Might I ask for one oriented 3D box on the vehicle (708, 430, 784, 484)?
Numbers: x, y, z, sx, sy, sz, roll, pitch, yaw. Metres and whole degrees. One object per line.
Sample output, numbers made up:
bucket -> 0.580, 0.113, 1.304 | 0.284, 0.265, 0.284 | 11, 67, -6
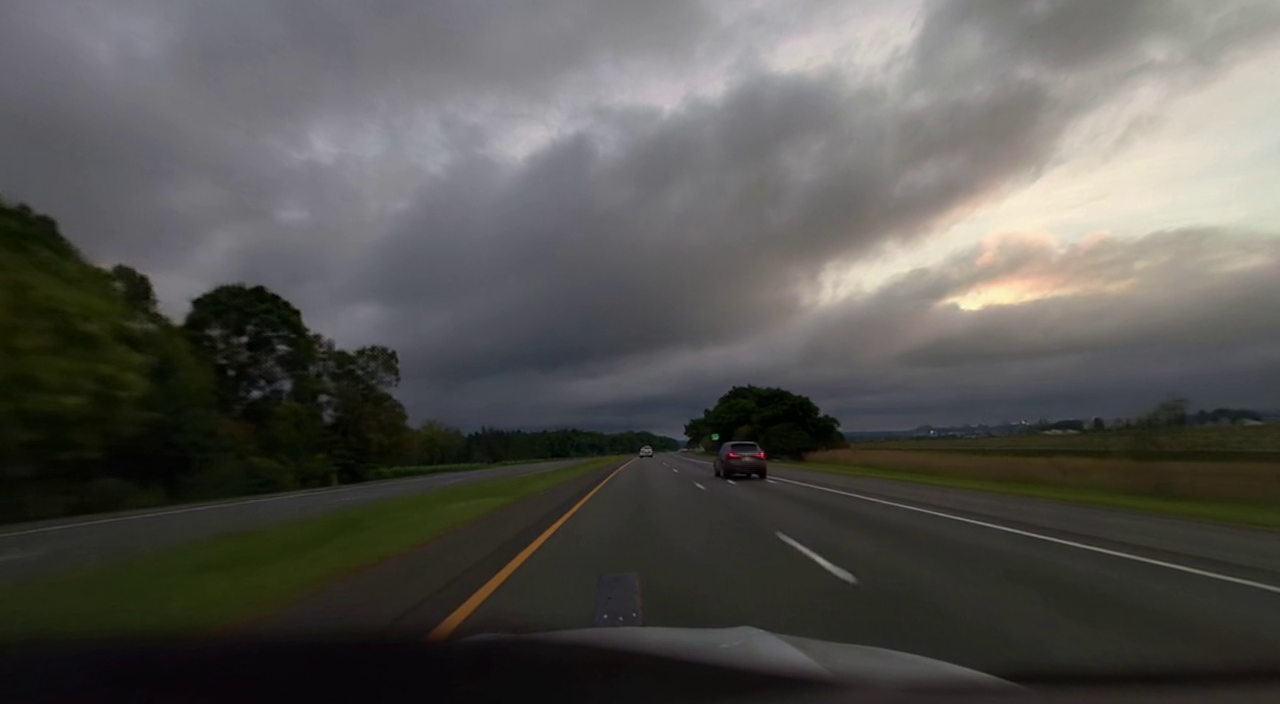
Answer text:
vehicle -> 4.271, 4.349, 26.242 | 2.189, 2.007, 4.872 | 0, -9, -2
